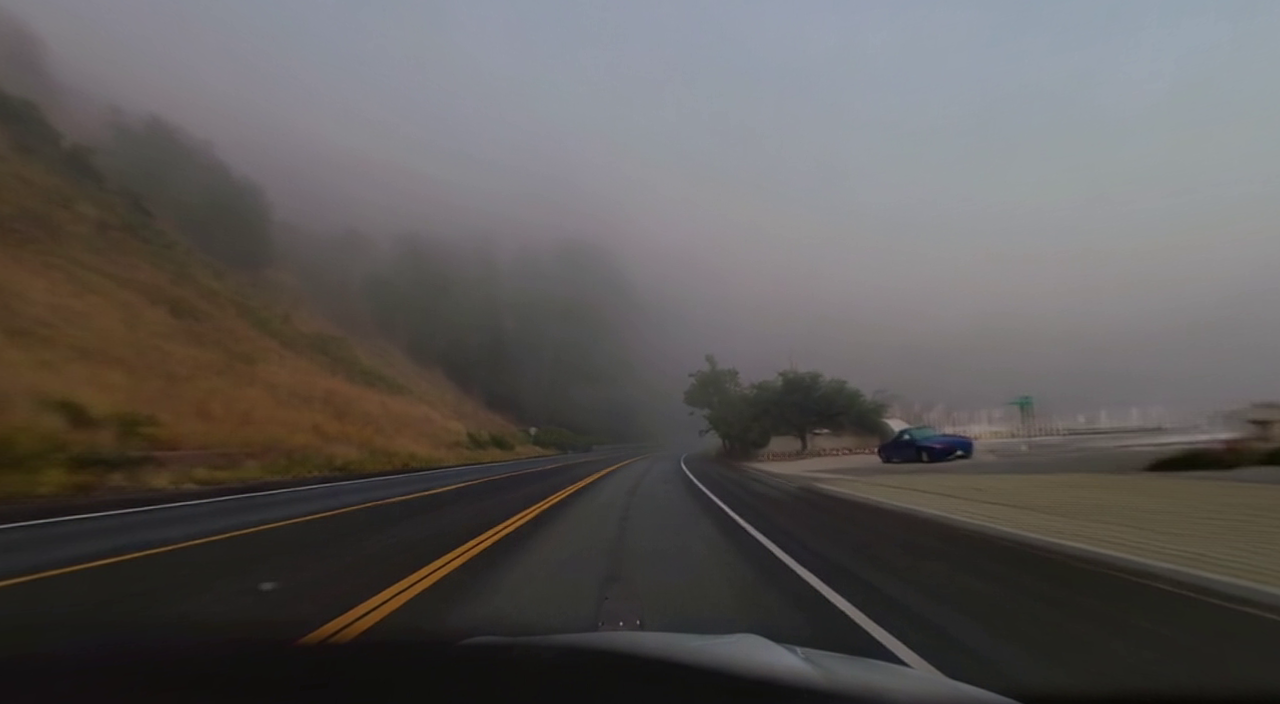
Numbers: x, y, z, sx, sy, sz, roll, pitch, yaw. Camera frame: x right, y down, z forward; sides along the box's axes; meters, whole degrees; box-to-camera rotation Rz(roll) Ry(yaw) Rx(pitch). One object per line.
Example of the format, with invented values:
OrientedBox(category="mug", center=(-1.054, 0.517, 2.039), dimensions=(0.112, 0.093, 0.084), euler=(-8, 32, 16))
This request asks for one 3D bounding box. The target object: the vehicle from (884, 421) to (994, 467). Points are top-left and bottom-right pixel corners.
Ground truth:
OrientedBox(category="vehicle", center=(13.791, 4.395, 29.601), dimensions=(2.352, 1.872, 5.103), euler=(-1, -10, -3))
